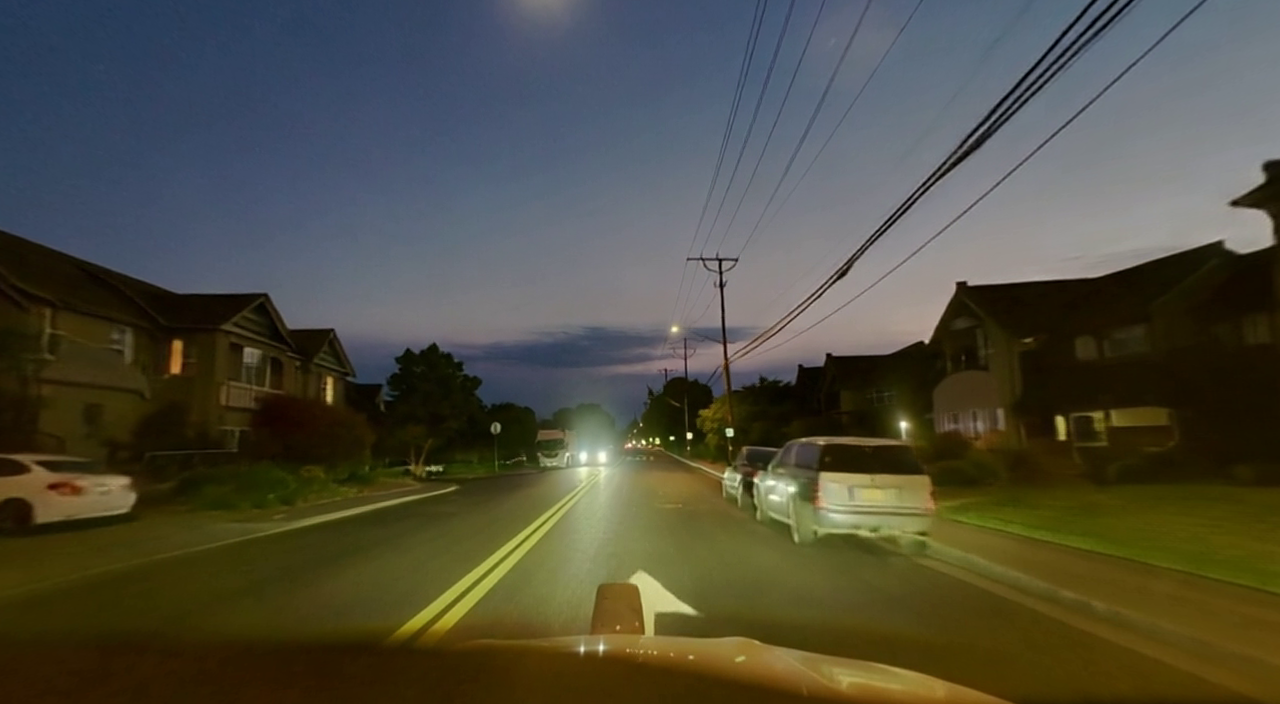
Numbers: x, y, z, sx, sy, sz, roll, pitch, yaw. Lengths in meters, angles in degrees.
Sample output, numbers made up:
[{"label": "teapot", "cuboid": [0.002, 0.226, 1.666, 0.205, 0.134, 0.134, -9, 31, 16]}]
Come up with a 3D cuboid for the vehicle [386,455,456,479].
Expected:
[{"label": "vehicle", "cuboid": [-15.254, 8.003, 44.127, 4.204, 1.626, 1.874, 1, -9, -5]}]

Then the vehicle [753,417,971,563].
[{"label": "vehicle", "cuboid": [3.107, 2.001, 9.851, 1.945, 1.792, 3.903, 0, -9, 0]}]

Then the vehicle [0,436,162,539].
[{"label": "vehicle", "cuboid": [-11.747, 2.391, 11.460, 4.480, 1.665, 1.930, 0, -9, -1]}]
